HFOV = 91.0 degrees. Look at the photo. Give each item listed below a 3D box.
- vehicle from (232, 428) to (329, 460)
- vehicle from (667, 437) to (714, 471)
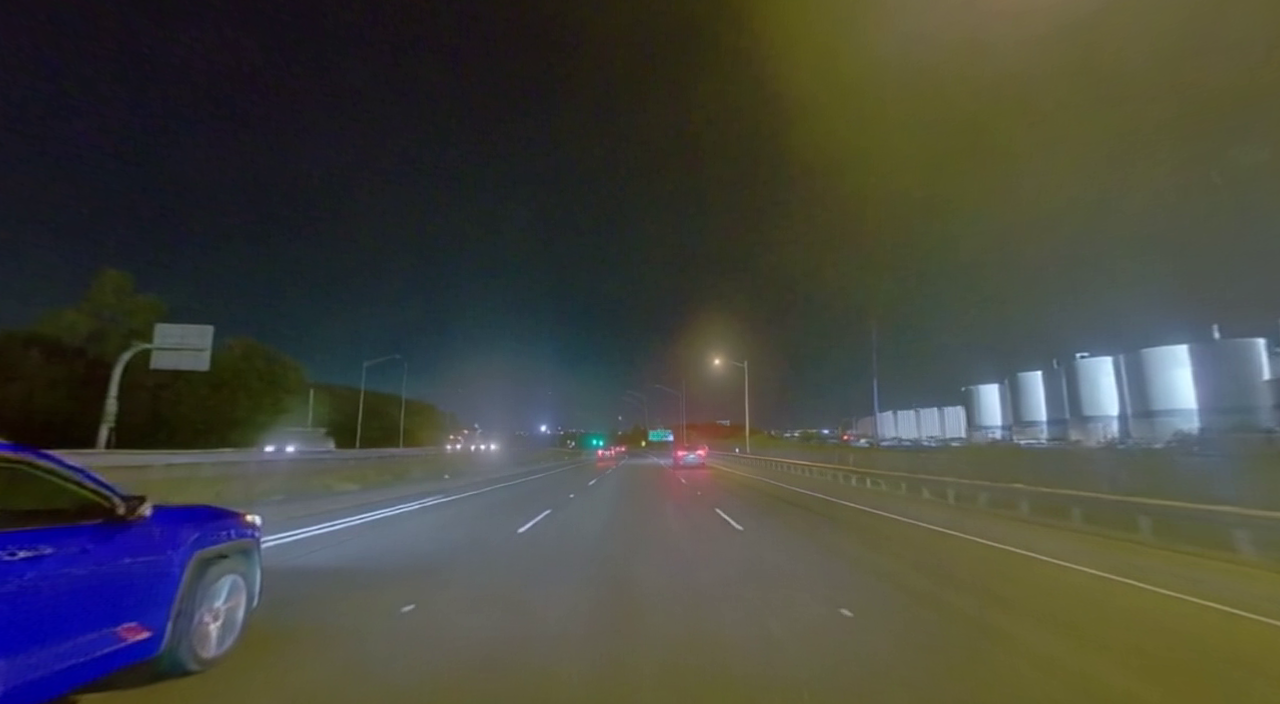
[{"bbox_3d":[-18.152,4.683,32.068,2.023,1.509,4.540,-1,-9,4],"label":"vehicle"},{"bbox_3d":[2.858,5.934,36.817,2.296,1.790,5.067,0,-9,-1],"label":"vehicle"}]
